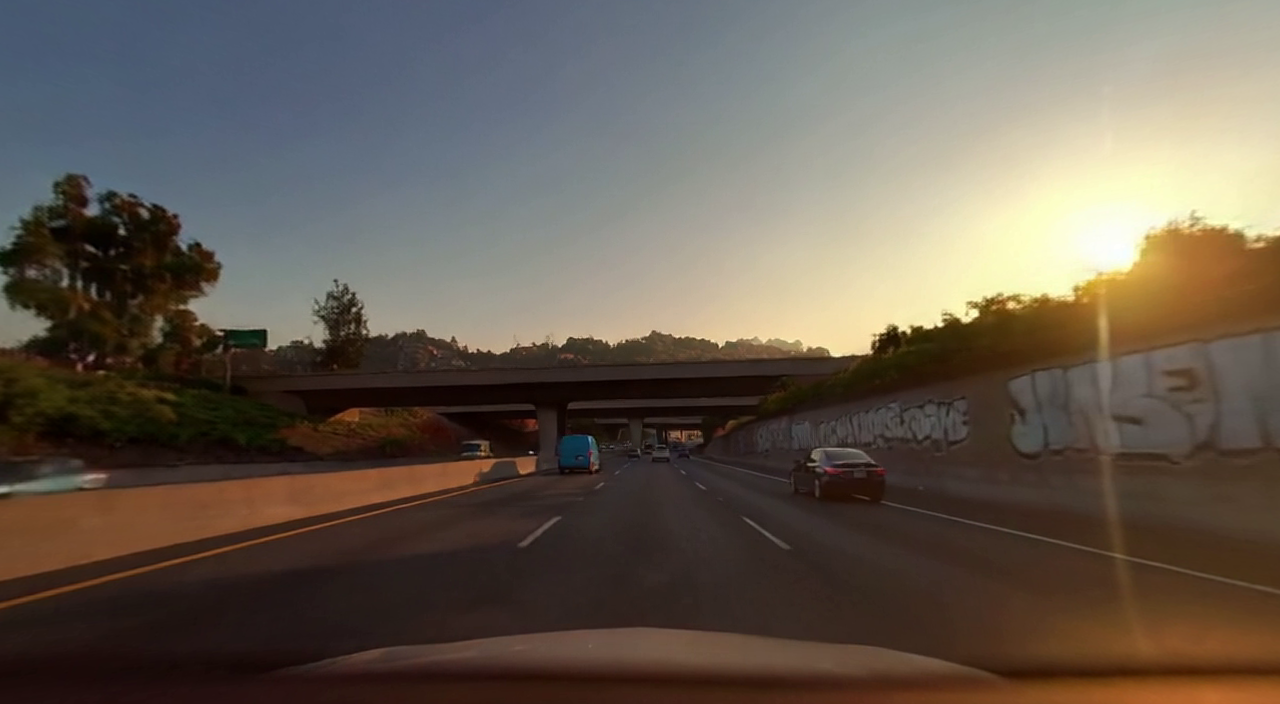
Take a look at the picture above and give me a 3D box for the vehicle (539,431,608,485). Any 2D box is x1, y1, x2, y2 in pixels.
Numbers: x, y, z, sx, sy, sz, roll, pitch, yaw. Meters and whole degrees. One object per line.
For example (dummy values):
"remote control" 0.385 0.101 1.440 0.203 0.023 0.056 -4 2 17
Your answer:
"vehicle" -2.669 4.441 26.749 2.310 2.030 5.094 0 -9 1

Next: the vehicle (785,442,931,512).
"vehicle" 5.237 3.043 15.942 1.972 1.492 4.623 0 -9 -1
